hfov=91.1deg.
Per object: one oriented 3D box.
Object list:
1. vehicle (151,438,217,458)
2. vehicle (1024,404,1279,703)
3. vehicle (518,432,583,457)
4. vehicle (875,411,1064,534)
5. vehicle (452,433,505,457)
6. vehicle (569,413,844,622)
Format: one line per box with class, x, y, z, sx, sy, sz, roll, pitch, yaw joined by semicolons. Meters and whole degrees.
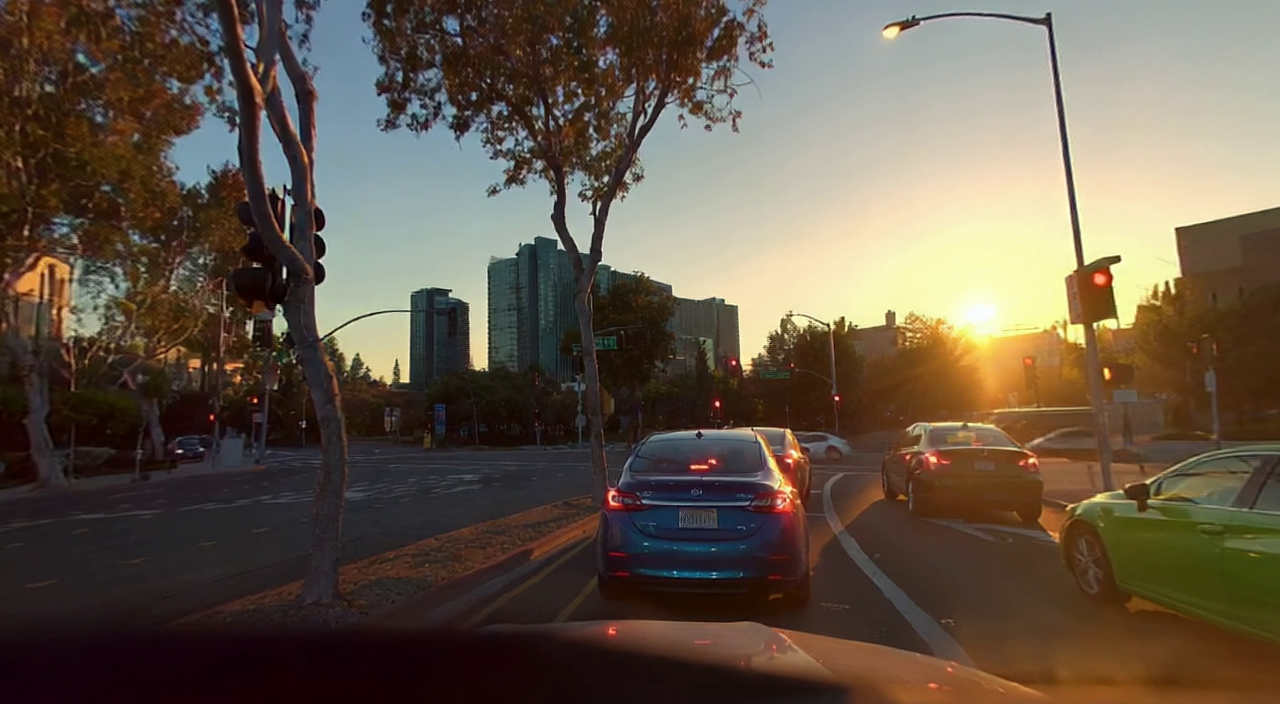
vehicle;-35.337;7.447;48.665;1.652;1.433;3.733;-7;-11;40
vehicle;4.249;1.057;3.366;1.954;1.508;4.441;-1;-8;6
vehicle;-5.963;6.112;41.558;1.932;1.573;4.509;8;-12;-44
vehicle;5.543;2.046;11.283;2.102;1.717;4.373;-2;-9;16
vehicle;-12.456;7.117;48.199;1.972;1.705;4.457;8;-11;-43
vehicle;0.853;1.497;6.690;2.052;1.483;3.928;-2;-8;12
